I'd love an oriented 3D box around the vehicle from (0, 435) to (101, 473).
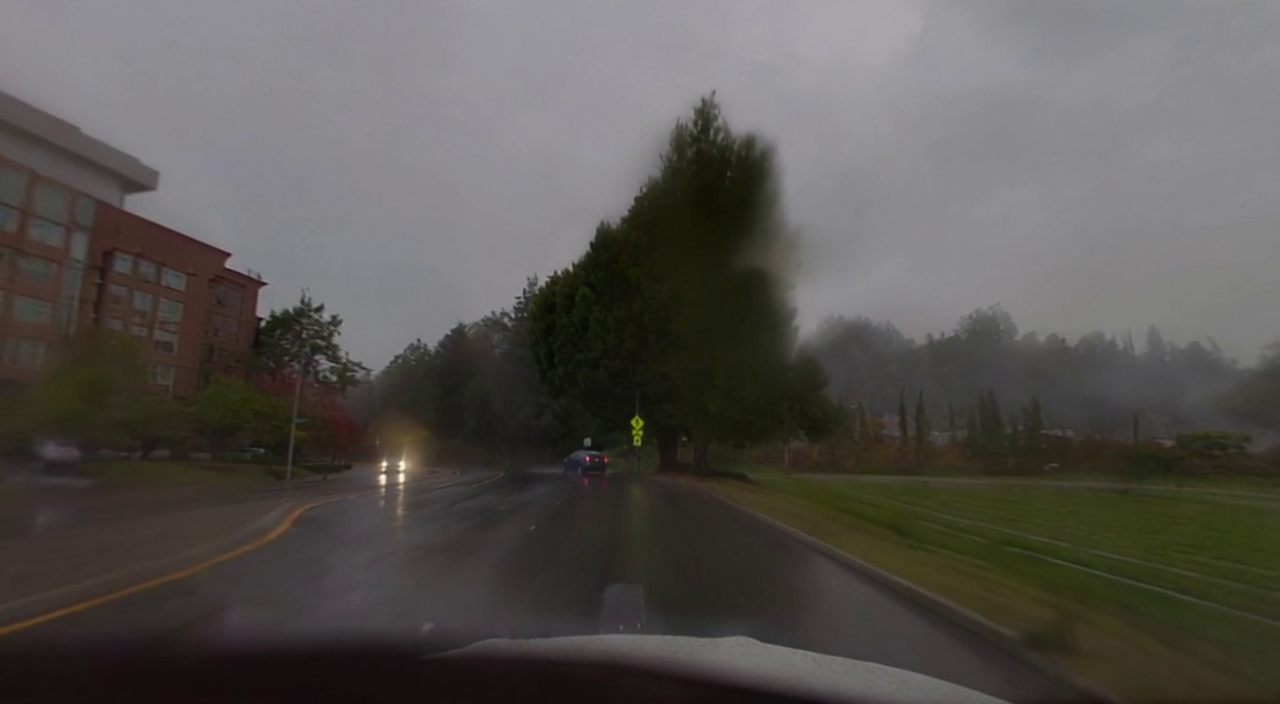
[{"bbox_3d":[-29.127,4.905,30.511,4.816,1.696,2.323,-3,-9,17],"label":"vehicle"}]
